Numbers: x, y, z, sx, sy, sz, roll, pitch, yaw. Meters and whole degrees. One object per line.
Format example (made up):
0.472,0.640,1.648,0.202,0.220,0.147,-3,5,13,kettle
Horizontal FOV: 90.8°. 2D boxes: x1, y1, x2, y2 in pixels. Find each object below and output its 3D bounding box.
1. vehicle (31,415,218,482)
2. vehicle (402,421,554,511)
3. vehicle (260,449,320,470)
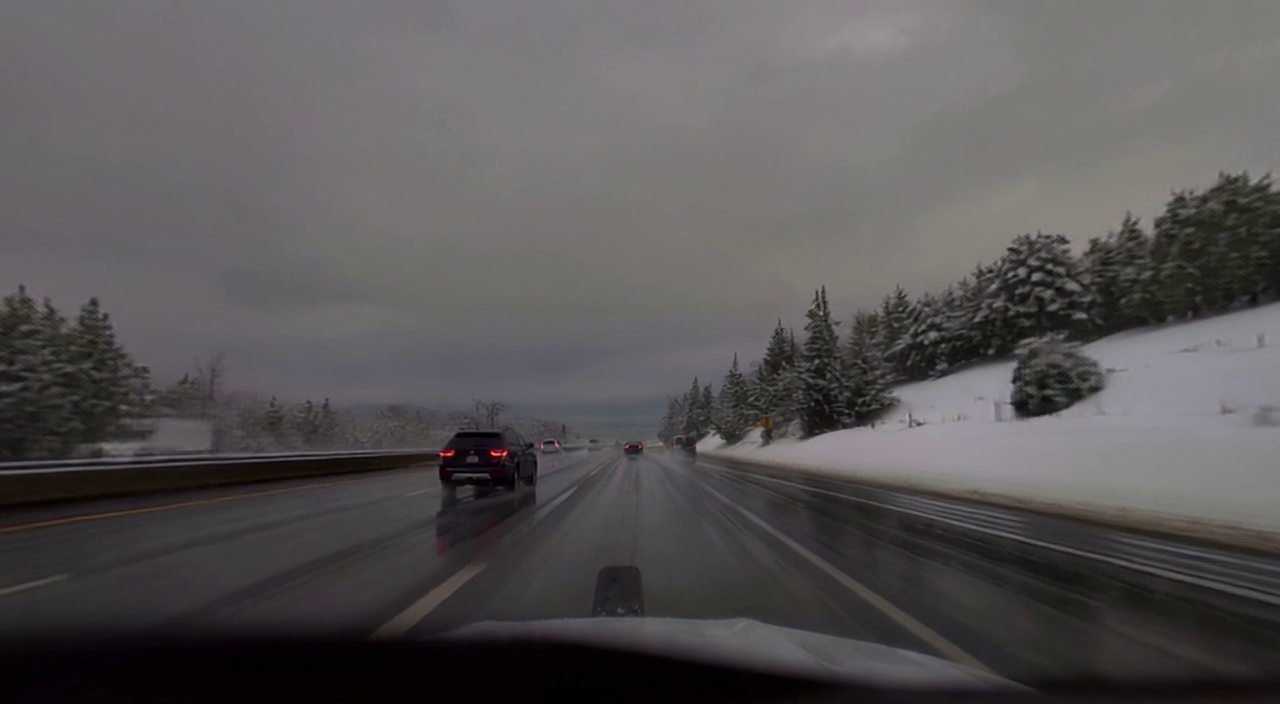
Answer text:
-29.407,5.598,36.895,2.891,3.388,9.456,0,-9,0,vehicle
-3.388,2.510,14.370,2.166,1.700,4.661,0,-9,1,vehicle
-25.586,7.886,46.370,1.905,1.441,4.388,0,-9,0,vehicle
